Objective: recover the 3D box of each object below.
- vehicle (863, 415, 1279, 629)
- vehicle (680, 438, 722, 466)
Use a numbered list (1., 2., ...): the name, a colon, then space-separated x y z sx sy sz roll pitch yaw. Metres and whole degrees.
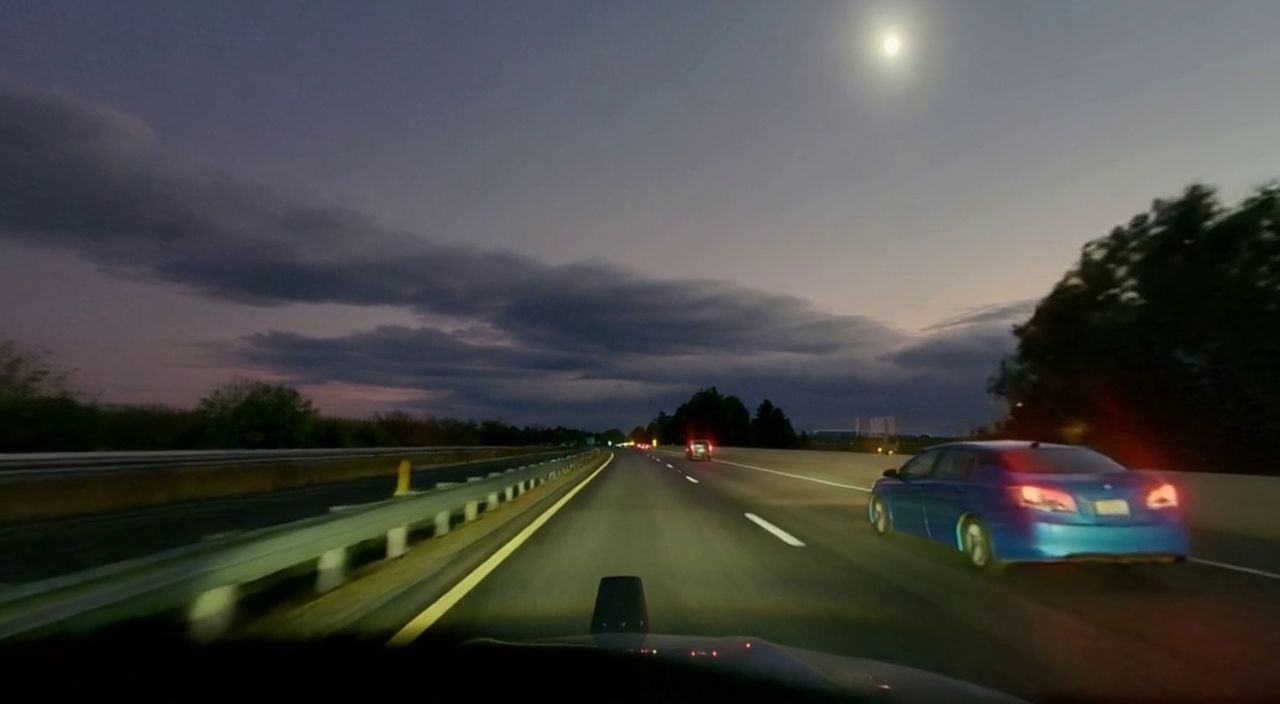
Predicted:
1. vehicle: 4.204 1.529 6.707 2.072 1.528 4.176 0 -8 -1
2. vehicle: 3.479 5.759 36.418 1.945 1.538 3.729 0 -8 -2
